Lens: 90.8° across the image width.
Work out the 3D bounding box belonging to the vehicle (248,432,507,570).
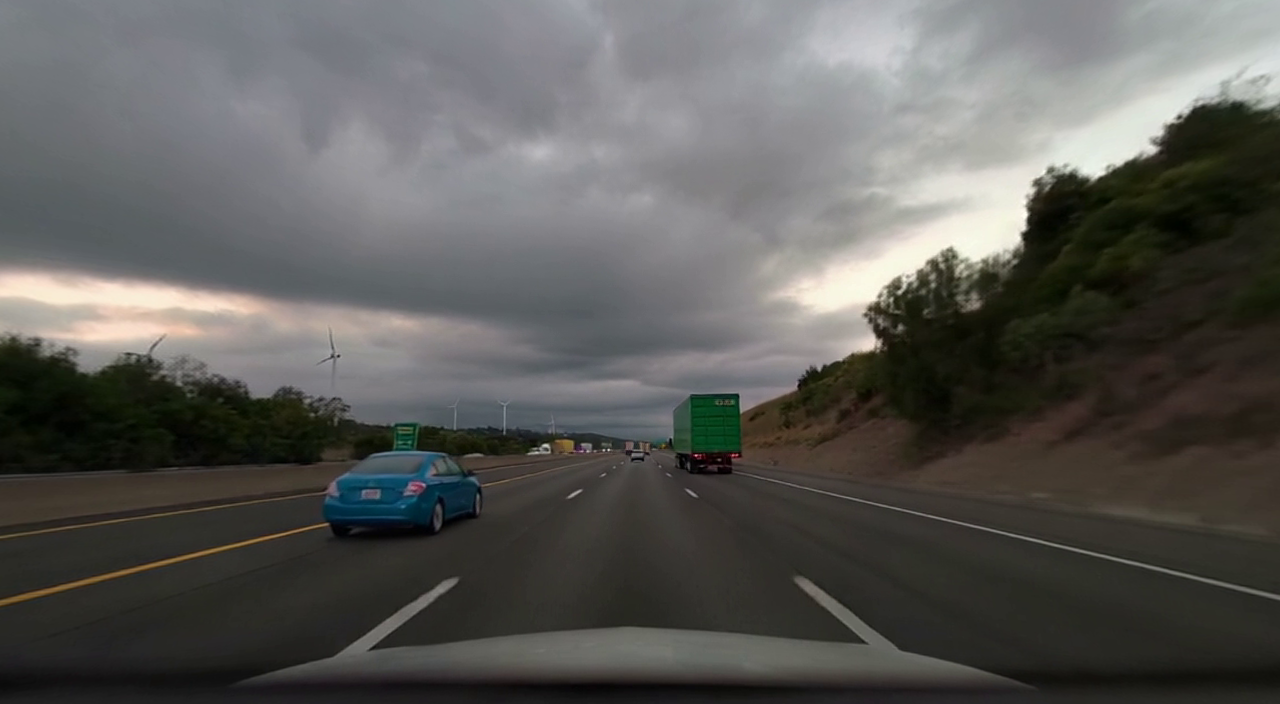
[{"bbox_3d":[-3.363,1.980,9.135,1.952,1.521,4.095,0,-9,0],"label":"vehicle"}]

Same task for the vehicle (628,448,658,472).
[{"bbox_3d":[0.191,7.198,42.238,1.931,1.453,3.695,0,-9,0],"label":"vehicle"}]

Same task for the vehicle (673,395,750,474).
[{"bbox_3d":[3.963,5.245,38.911,2.947,3.989,13.568,0,-9,-1],"label":"vehicle"}]
